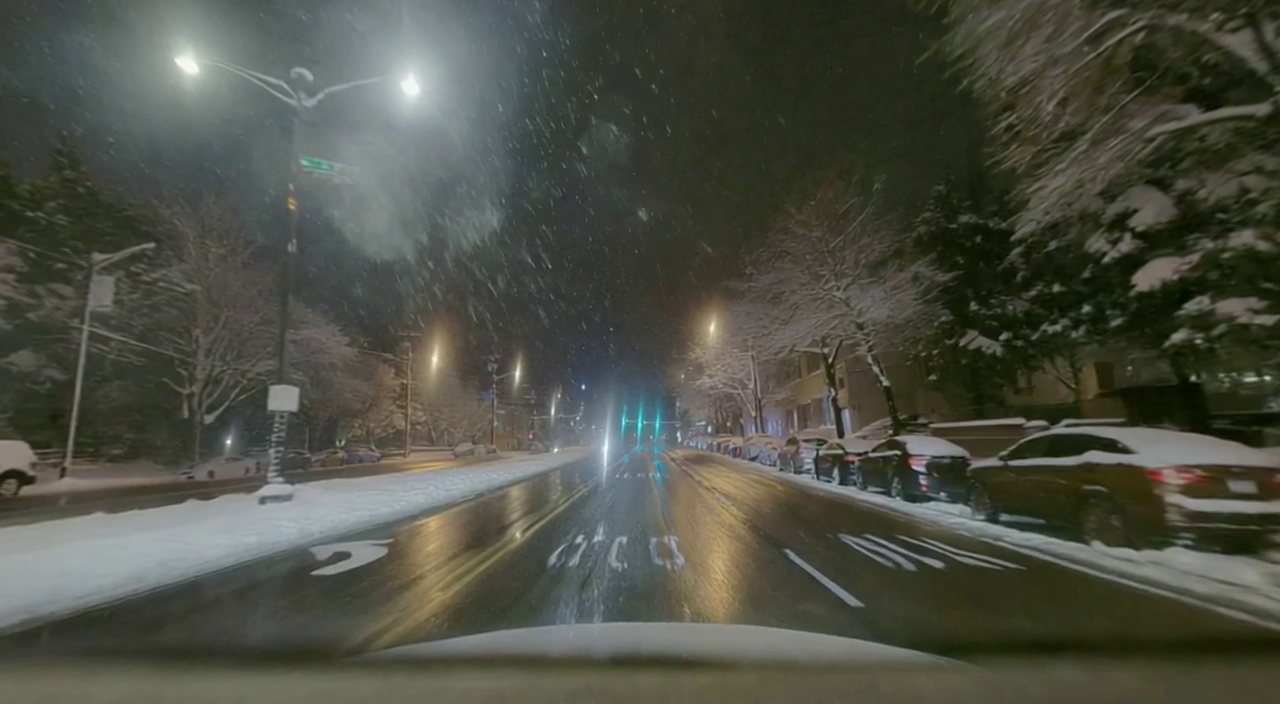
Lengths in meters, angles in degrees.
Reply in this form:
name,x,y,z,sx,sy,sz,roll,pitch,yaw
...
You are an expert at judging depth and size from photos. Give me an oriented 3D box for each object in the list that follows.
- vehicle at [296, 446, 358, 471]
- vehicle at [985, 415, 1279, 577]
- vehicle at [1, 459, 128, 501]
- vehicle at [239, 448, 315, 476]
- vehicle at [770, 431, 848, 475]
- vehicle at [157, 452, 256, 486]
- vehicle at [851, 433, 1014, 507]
name,x,y,z,sx,sy,sz,roll,pitch,yaw
vehicle,-21.890,7.454,44.363,1.827,1.518,4.870,-3,-9,1
vehicle,6.978,1.790,8.687,1.877,1.630,4.390,0,-8,-1
vehicle,-22.102,4.888,24.380,1.842,1.312,3.209,-3,-9,1
vehicle,-22.189,6.695,38.733,1.990,1.525,4.387,-3,-9,1
vehicle,7.086,4.301,27.025,1.963,1.701,5.028,-1,-8,1
vehicle,-22.117,5.944,32.426,1.795,1.415,4.664,-5,-9,0
vehicle,7.051,2.871,15.841,1.964,1.559,4.533,-1,-8,1
